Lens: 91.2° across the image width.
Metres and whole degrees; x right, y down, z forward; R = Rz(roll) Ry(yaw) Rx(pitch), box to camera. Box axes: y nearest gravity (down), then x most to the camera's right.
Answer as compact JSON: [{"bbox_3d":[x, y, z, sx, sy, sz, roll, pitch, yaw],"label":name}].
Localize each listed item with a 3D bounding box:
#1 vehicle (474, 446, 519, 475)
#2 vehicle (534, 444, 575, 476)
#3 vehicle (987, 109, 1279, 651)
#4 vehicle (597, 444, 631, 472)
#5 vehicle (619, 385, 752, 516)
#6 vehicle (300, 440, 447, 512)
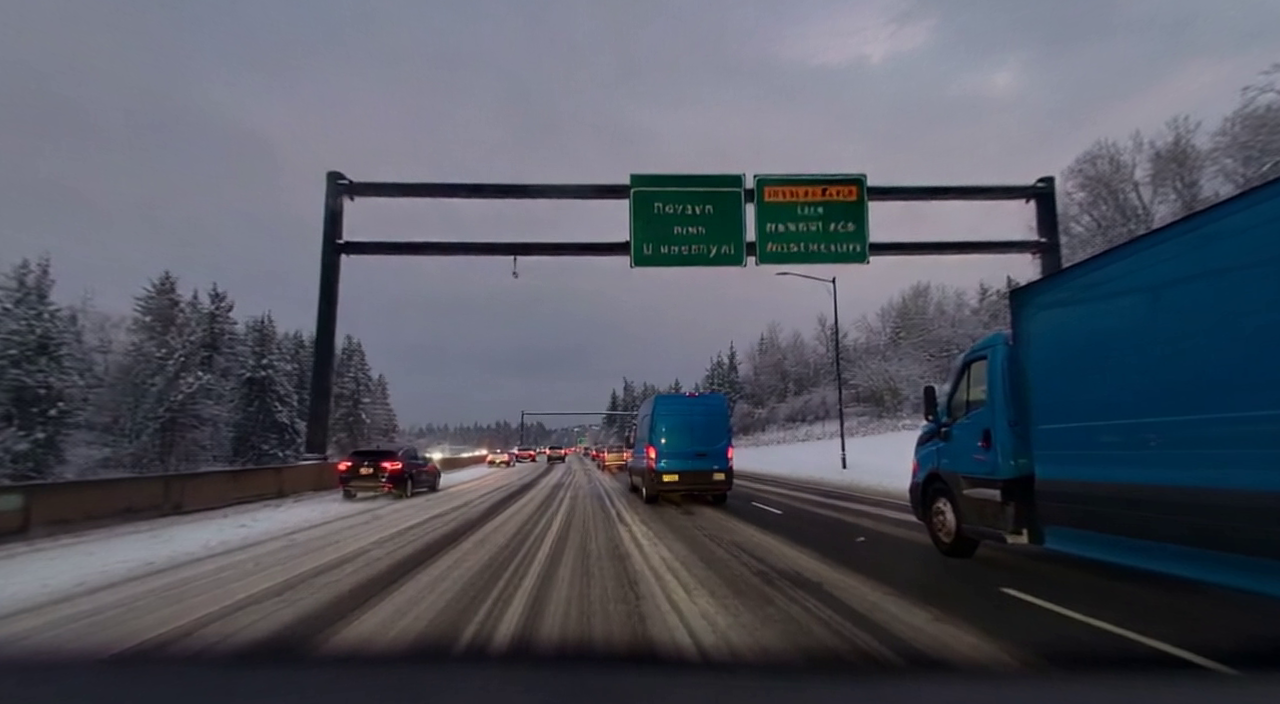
[{"bbox_3d":[-7.887,5.983,34.870,2.026,1.506,4.102,1,-9,-7],"label":"vehicle"},{"bbox_3d":[-4.512,5.748,33.621,2.002,1.536,4.021,0,-9,-6],"label":"vehicle"},{"bbox_3d":[5.712,-0.083,2.430,2.800,3.507,9.244,0,-9,-4],"label":"vehicle"},{"bbox_3d":[-1.610,6.254,37.204,1.906,1.499,3.843,0,-9,-4],"label":"vehicle"},{"bbox_3d":[0.822,2.325,15.000,2.268,2.551,5.144,1,-9,-6],"label":"vehicle"},{"bbox_3d":[-6.349,2.968,15.569,2.003,1.498,4.386,0,-9,-5],"label":"vehicle"}]
